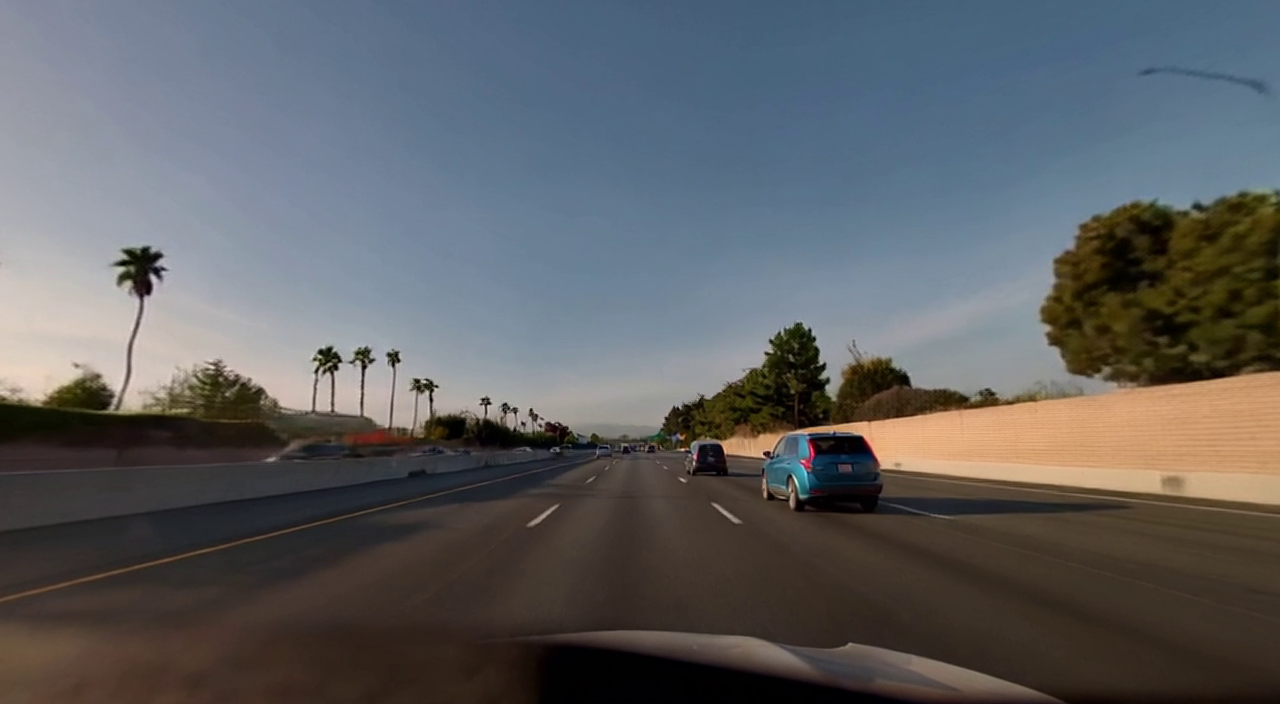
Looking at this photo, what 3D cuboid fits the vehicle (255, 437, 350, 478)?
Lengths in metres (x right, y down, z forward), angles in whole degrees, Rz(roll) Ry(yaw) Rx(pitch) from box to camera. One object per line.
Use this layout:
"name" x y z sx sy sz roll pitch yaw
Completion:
"vehicle" -19.839 6.220 37.587 2.314 2.179 5.976 0 -9 0

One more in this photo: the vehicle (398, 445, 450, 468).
"vehicle" -15.980 7.736 47.111 2.018 1.635 5.236 0 -9 0

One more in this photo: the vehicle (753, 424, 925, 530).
"vehicle" 3.580 2.323 12.329 1.910 1.696 4.187 0 -9 -1

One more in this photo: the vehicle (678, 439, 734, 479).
"vehicle" 2.997 4.964 29.549 2.045 1.688 4.313 0 -9 -2
